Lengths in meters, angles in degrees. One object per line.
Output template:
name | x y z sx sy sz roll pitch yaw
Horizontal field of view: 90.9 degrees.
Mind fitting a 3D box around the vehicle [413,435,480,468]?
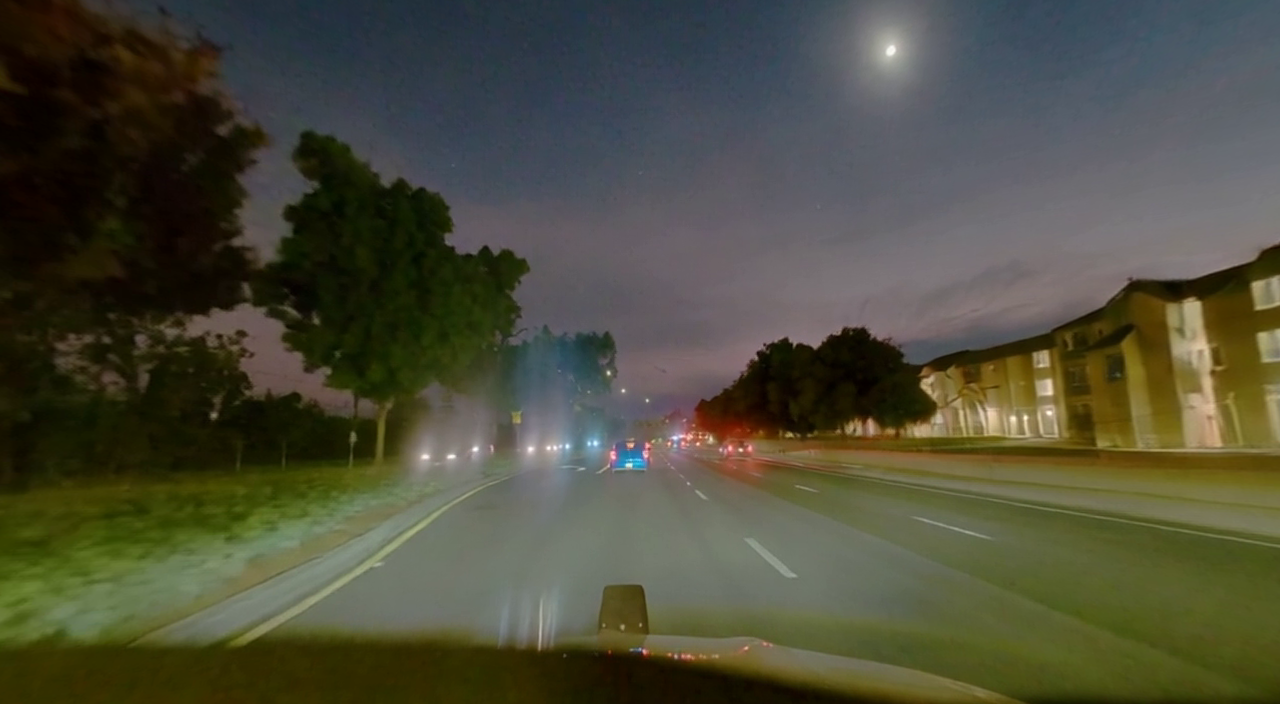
vehicle | -10.370 5.395 34.223 2.071 1.645 4.654 0 -8 1

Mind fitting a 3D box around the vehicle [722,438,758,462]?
vehicle | 7.460 7.318 47.383 1.972 1.700 4.269 0 -8 0

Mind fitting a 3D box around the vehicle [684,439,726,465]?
vehicle | 4.006 6.240 39.512 2.067 1.514 4.188 0 -8 -2

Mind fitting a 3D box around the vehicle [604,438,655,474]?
vehicle | -0.410 4.585 27.998 2.102 1.481 3.907 0 -8 0
